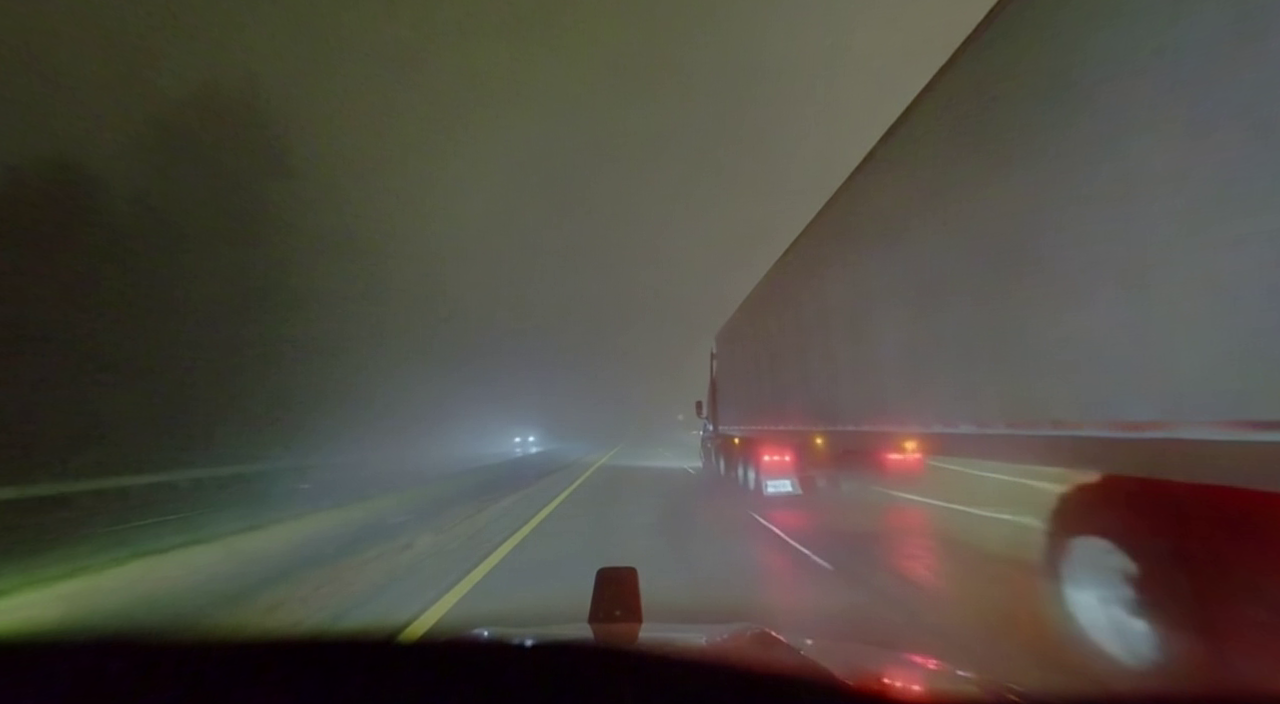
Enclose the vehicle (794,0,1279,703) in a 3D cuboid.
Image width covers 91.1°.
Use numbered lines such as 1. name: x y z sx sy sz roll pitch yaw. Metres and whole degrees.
1. vehicle: 3.676 -0.044 4.469 2.949 3.877 8.528 0 -8 0
